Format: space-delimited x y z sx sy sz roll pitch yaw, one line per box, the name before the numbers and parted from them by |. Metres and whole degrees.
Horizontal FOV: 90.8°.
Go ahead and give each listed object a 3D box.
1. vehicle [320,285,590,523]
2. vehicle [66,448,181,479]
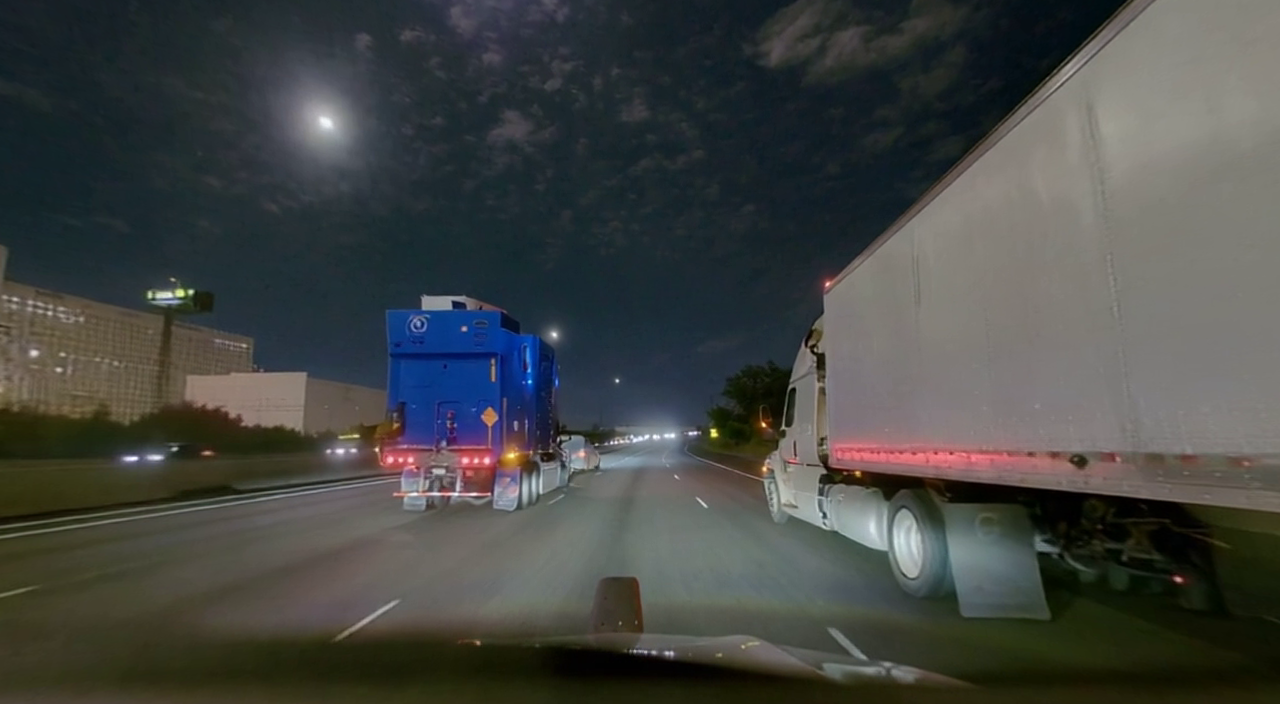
vehicle | -3.794 2.048 19.051 2.939 4.132 16.303 0 -8 1
vehicle | -27.839 6.007 34.278 1.938 1.513 4.945 0 -8 2
